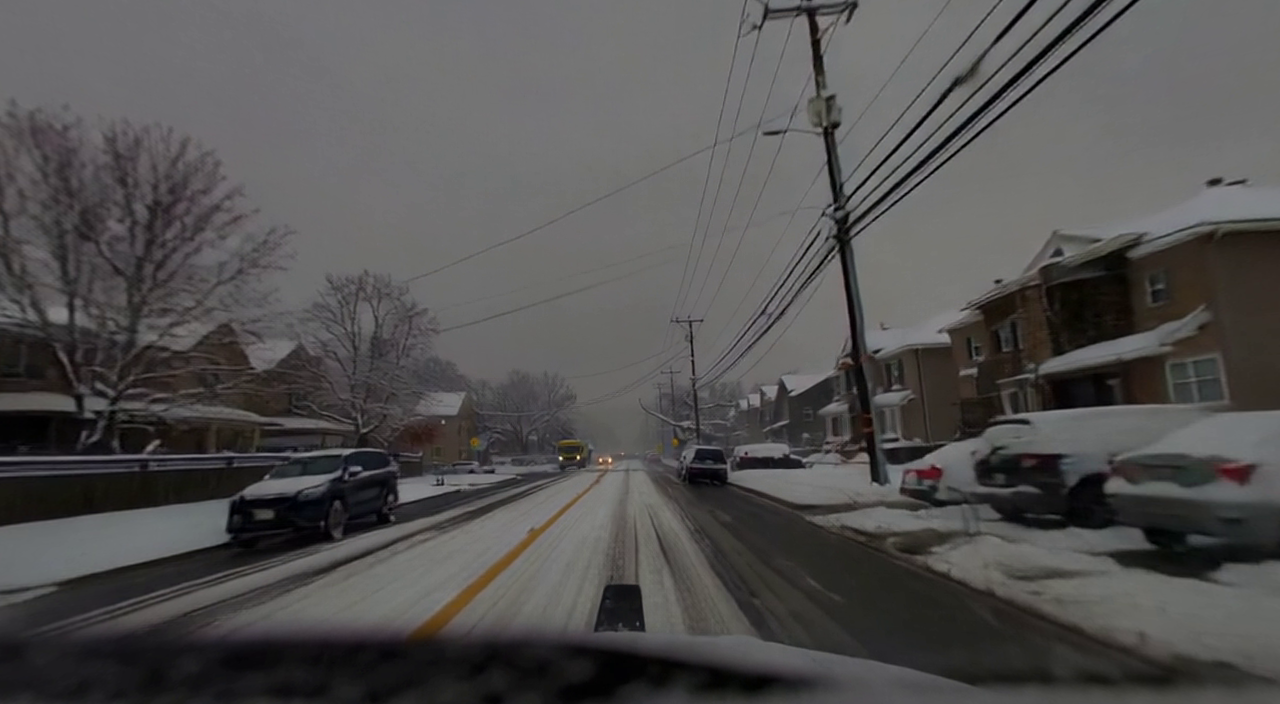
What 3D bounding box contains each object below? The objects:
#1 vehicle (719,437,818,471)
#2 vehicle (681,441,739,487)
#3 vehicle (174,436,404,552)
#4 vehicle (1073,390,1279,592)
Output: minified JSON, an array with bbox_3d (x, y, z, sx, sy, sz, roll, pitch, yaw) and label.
[{"bbox_3d":[7.422,5.959,36.983,5.288,1.871,2.148,0,-8,0],"label":"vehicle"},{"bbox_3d":[2.850,4.678,26.686,1.945,1.792,3.903,0,-8,-1],"label":"vehicle"},{"bbox_3d":[-6.488,2.668,12.463,2.056,1.741,4.532,-2,-10,-2],"label":"vehicle"},{"bbox_3d":[6.912,1.113,5.209,2.764,1.753,5.704,-3,-7,2],"label":"vehicle"}]
